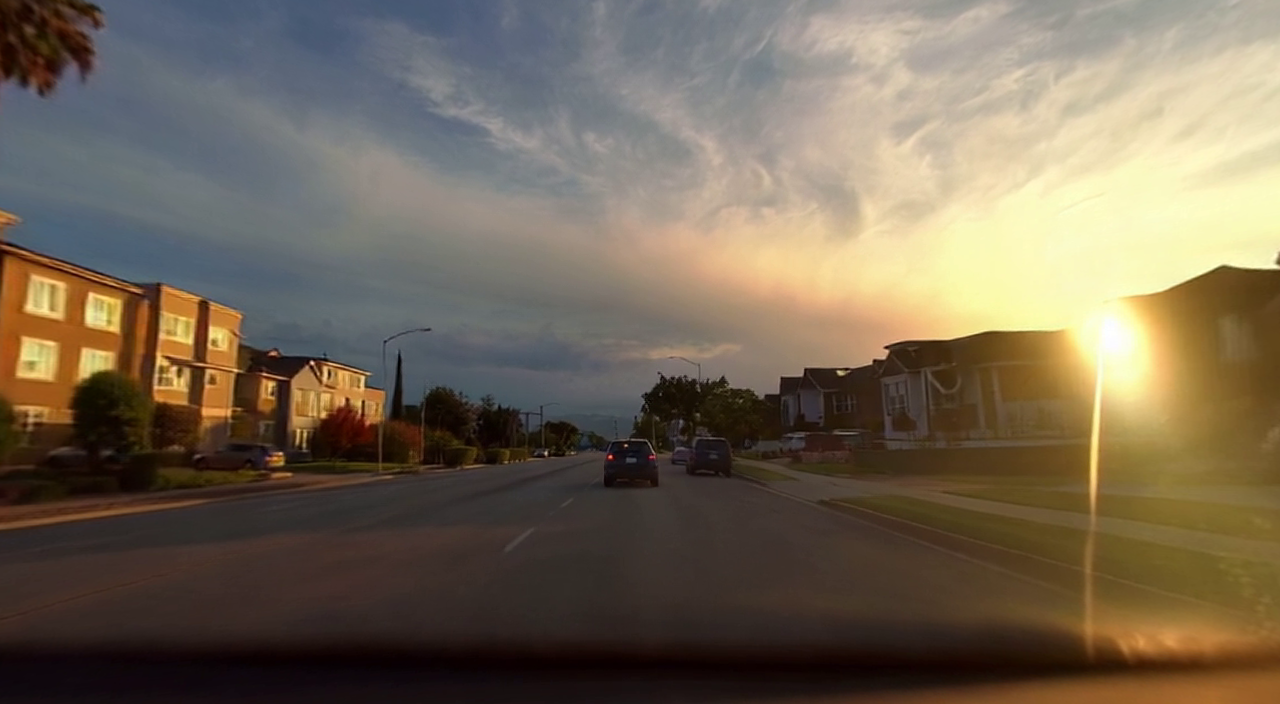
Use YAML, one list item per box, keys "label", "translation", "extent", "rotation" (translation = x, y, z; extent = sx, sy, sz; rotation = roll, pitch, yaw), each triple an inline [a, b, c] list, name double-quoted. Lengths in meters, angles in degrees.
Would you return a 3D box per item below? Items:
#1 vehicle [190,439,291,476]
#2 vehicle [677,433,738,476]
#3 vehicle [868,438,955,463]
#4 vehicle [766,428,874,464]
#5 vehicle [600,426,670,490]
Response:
- label: "vehicle"
  translation: [-21.604, 5.725, 34.345]
  extent: [2.196, 1.820, 4.955]
  rotation: [0, -9, 1]
- label: "vehicle"
  translation: [3.253, 5.071, 31.335]
  extent: [2.416, 1.922, 5.023]
  rotation: [0, -9, -1]
- label: "vehicle"
  translation: [16.245, 5.917, 37.791]
  extent: [4.317, 1.420, 1.828]
  rotation: [0, -9, 0]
- label: "vehicle"
  translation: [10.658, 5.631, 37.652]
  extent: [5.709, 2.017, 2.435]
  rotation: [0, -9, -1]
- label: "vehicle"
  translation: [-0.215, 3.424, 20.637]
  extent: [1.994, 1.810, 5.057]
  rotation: [0, -9, -2]
